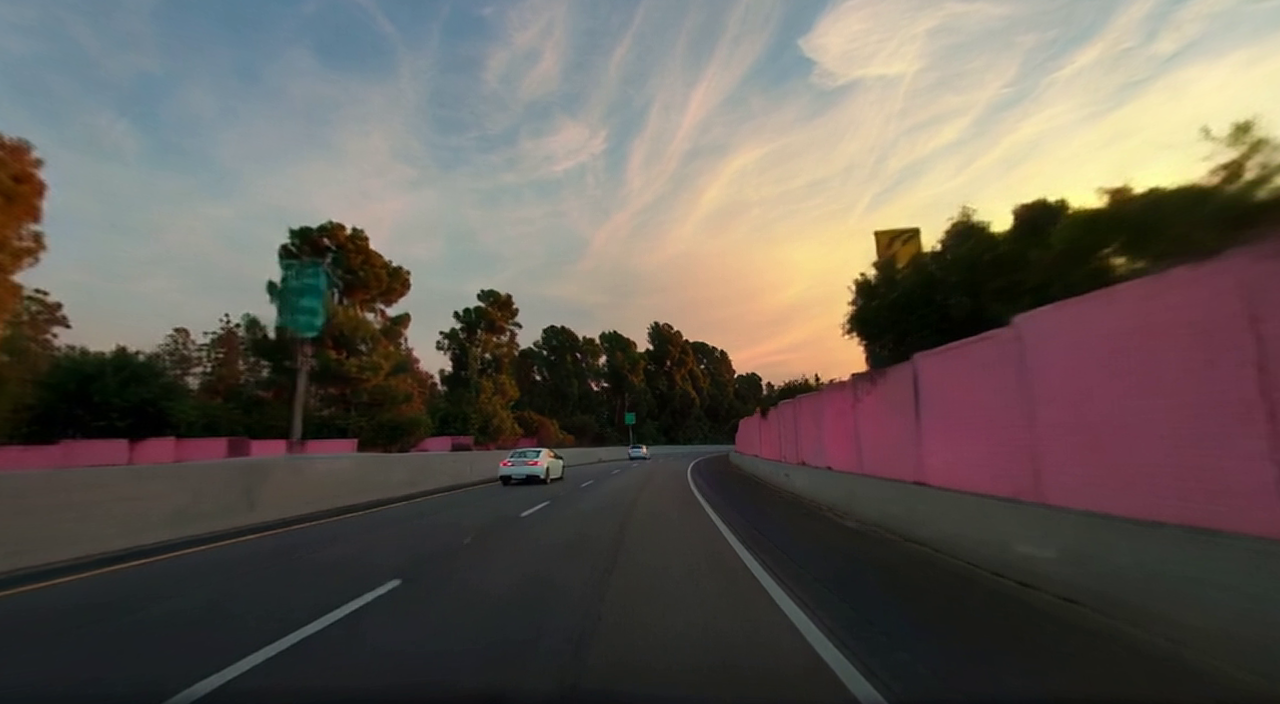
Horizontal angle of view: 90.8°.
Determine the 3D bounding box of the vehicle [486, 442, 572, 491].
[{"bbox_3d":[-3.480,3.675,20.577,1.746,1.405,4.339,-1,-9,4],"label":"vehicle"}]
